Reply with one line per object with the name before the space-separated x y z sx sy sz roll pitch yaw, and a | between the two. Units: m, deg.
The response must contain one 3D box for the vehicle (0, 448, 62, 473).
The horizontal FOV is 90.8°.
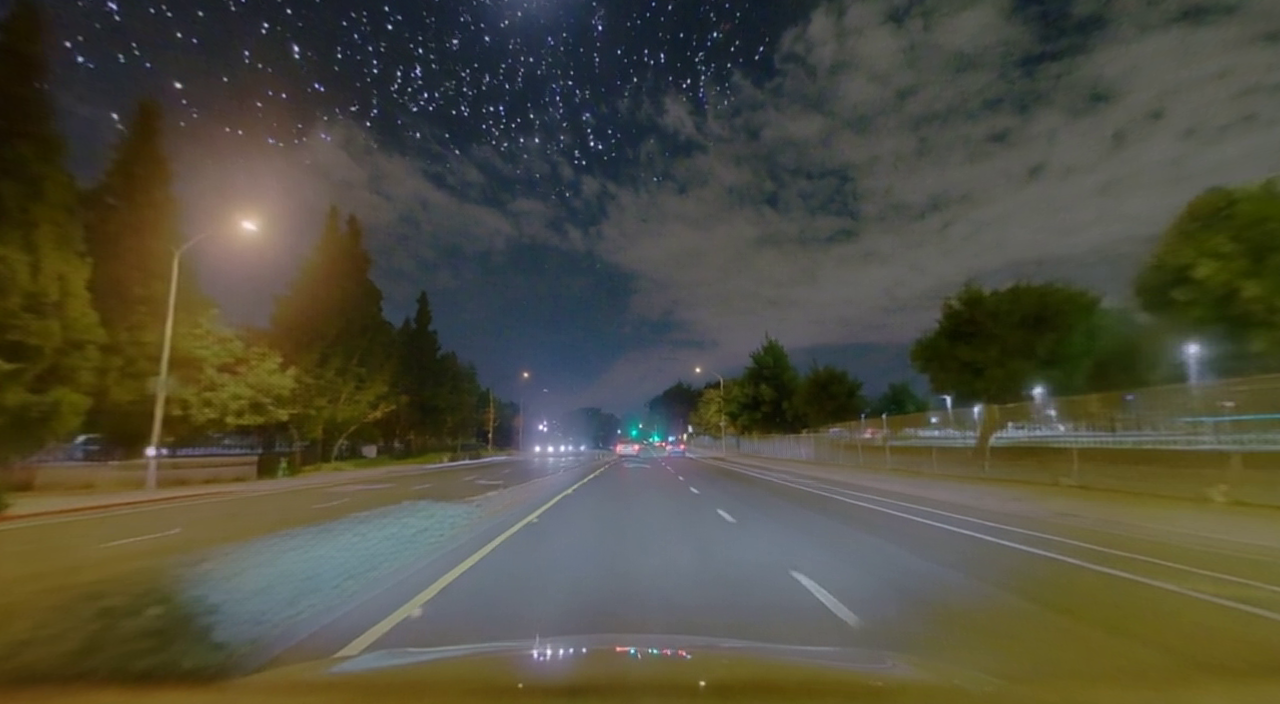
vehicle | -39.187 6.777 39.483 1.763 1.419 4.591 -1 -7 0
